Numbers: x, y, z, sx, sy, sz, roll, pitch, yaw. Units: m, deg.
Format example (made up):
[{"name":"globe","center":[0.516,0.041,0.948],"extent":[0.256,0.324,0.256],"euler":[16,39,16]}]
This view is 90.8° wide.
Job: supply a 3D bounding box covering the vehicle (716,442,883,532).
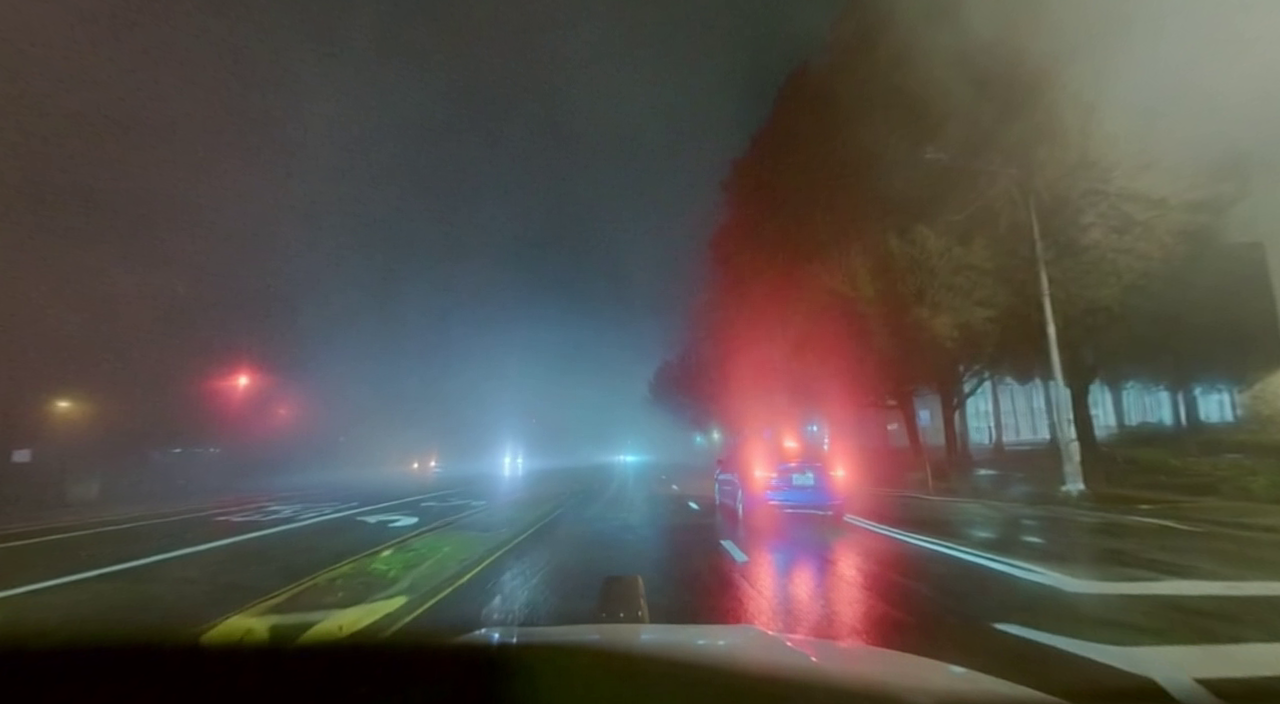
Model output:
[{"name":"vehicle","center":[2.901,2.570,12.736],"extent":[2.015,1.455,4.615],"euler":[0,-9,-2]}]
